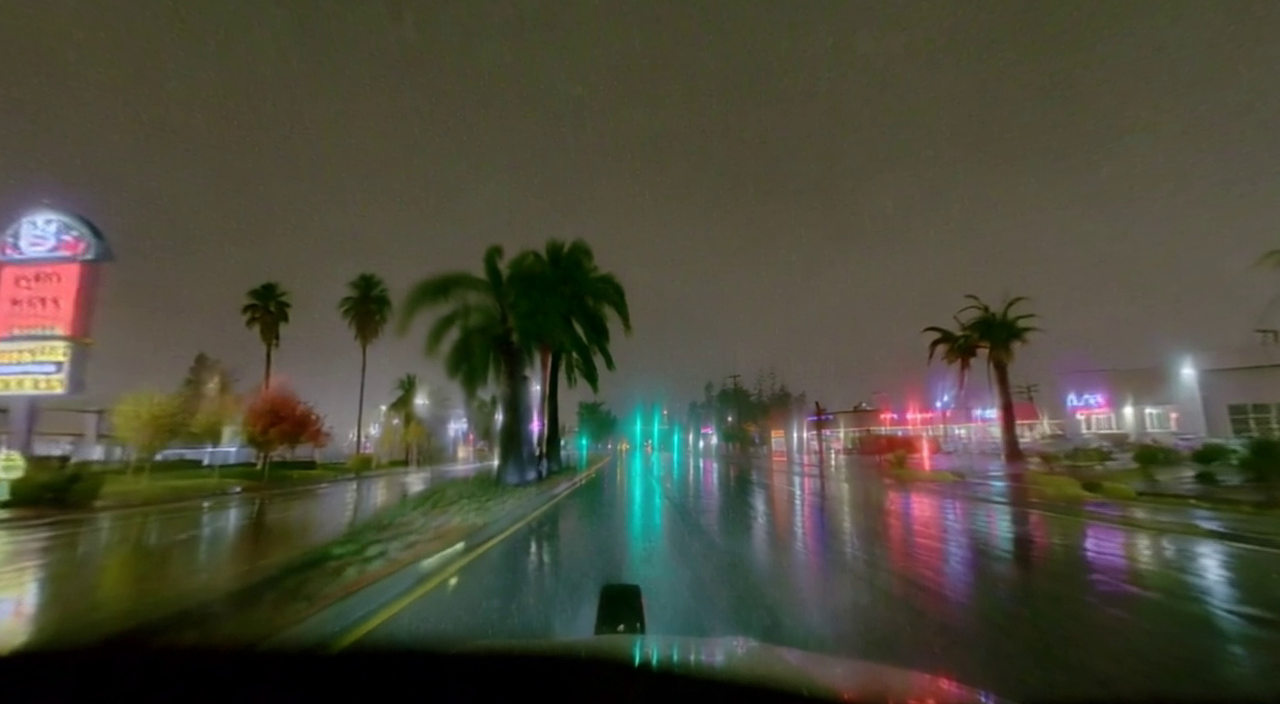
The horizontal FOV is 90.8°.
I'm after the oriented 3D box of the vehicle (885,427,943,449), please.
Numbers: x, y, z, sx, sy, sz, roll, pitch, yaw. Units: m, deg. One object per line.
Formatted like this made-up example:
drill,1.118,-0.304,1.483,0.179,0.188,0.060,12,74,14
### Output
vehicle,19.048,6.026,44.143,1.797,1.425,4.645,0,-8,-2
